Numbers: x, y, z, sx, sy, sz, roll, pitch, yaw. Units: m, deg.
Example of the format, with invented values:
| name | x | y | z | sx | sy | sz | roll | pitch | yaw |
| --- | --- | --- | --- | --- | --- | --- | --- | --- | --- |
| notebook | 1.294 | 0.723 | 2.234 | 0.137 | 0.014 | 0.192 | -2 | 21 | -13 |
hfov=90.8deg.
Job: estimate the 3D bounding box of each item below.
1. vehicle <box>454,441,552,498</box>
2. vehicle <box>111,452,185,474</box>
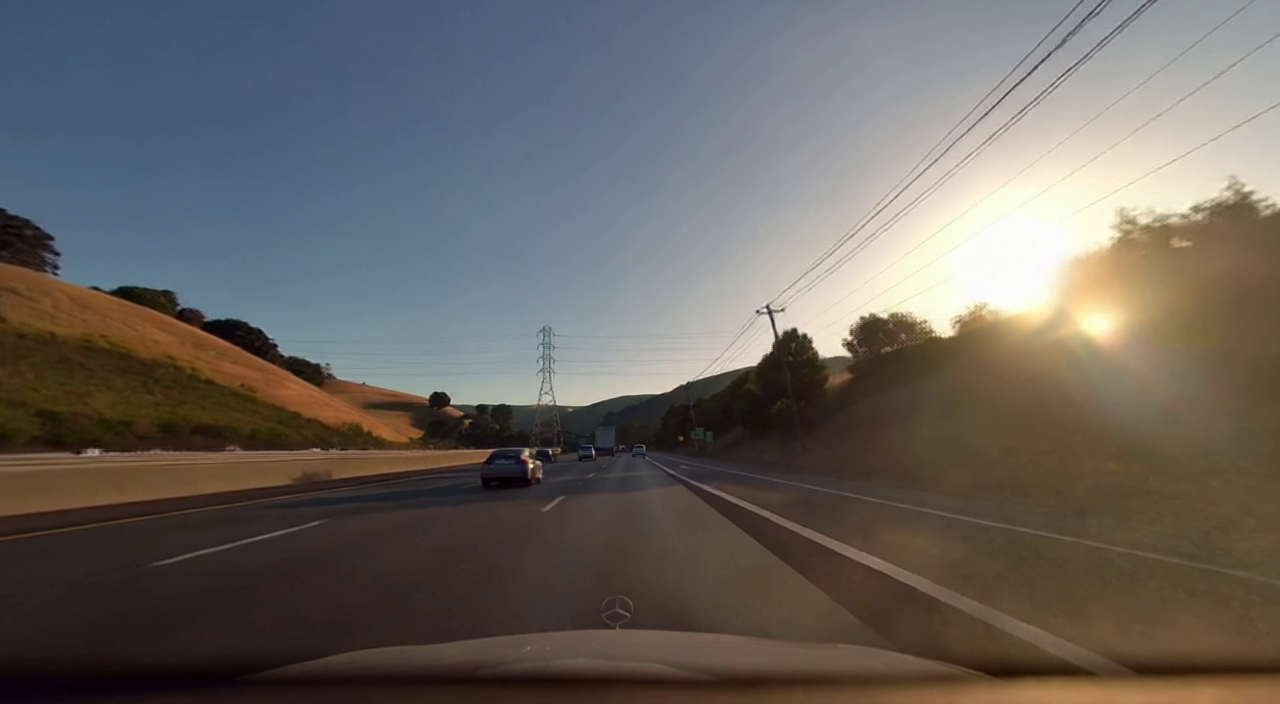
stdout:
| name | x | y | z | sx | sy | sz | roll | pitch | yaw |
| --- | --- | --- | --- | --- | --- | --- | --- | --- | --- |
| vehicle | -4.016 | 3.515 | 19.331 | 1.963 | 1.533 | 4.477 | 0 | -9 | 0 |
| vehicle | -35.325 | 7.933 | 45.513 | 1.854 | 1.467 | 4.391 | 0 | -9 | 0 |
